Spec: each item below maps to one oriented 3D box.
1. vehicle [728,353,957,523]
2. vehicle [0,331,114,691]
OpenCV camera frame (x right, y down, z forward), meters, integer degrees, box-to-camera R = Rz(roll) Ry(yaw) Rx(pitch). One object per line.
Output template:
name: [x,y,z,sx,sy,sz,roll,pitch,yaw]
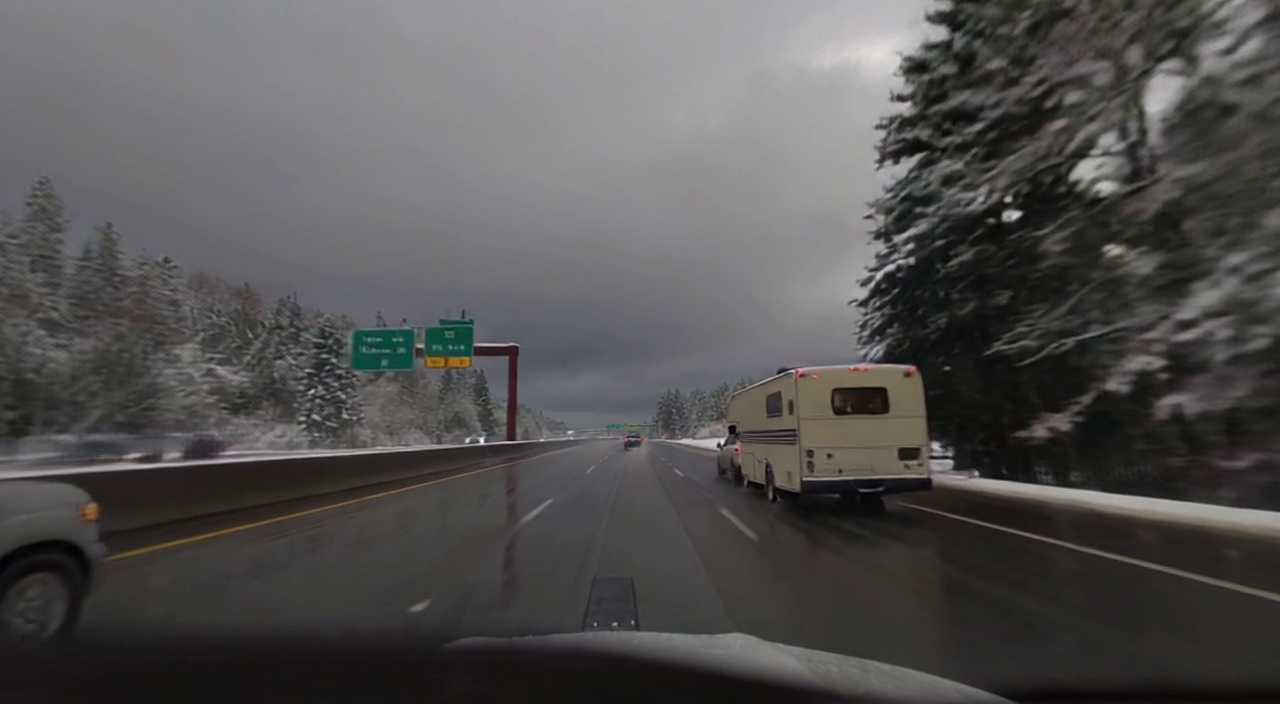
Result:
vehicle: [3.585,1.703,12.737,2.590,2.680,5.445,0,-8,-2]
vehicle: [-4.093,0.551,1.390,2.061,1.732,4.457,0,-8,-2]
